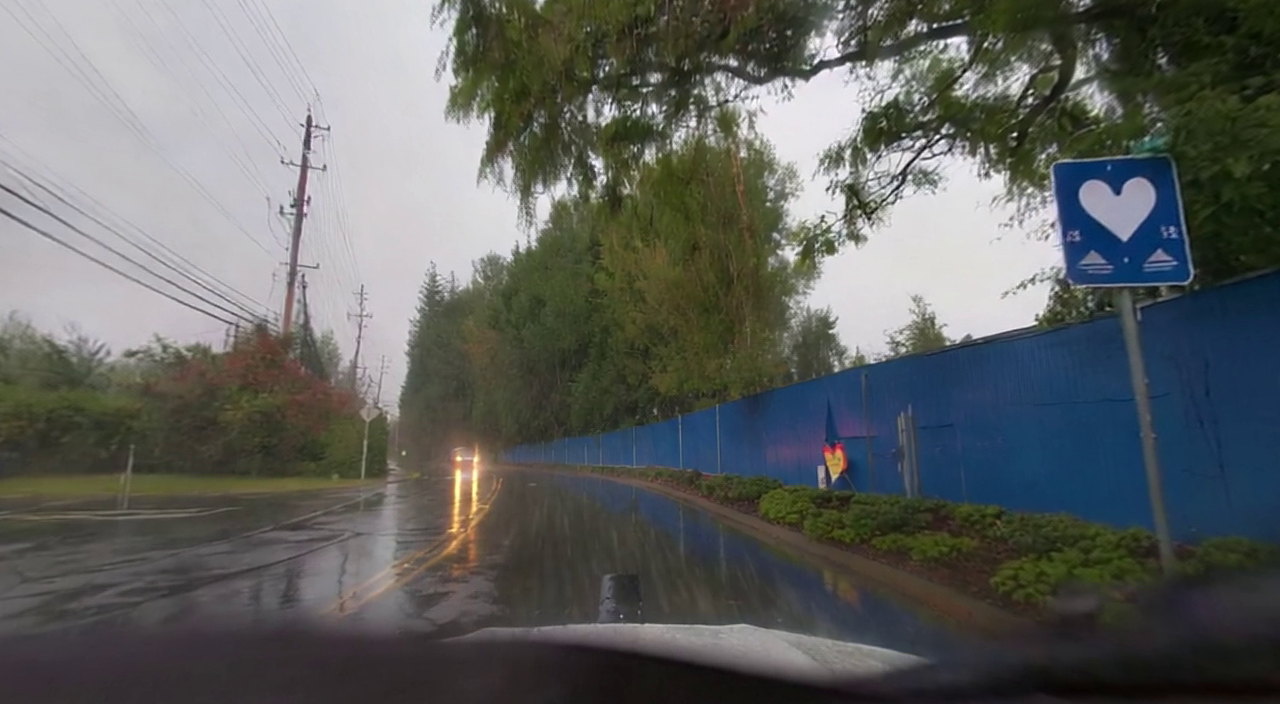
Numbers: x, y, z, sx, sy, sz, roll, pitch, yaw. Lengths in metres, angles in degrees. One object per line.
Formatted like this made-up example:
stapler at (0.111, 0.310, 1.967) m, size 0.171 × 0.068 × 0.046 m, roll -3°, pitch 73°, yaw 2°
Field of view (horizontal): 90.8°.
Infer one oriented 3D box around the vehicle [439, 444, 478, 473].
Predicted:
vehicle at (-12.671, 7.370, 43.910) m, size 2.185 × 1.901 × 4.177 m, roll 3°, pitch -9°, yaw -21°
